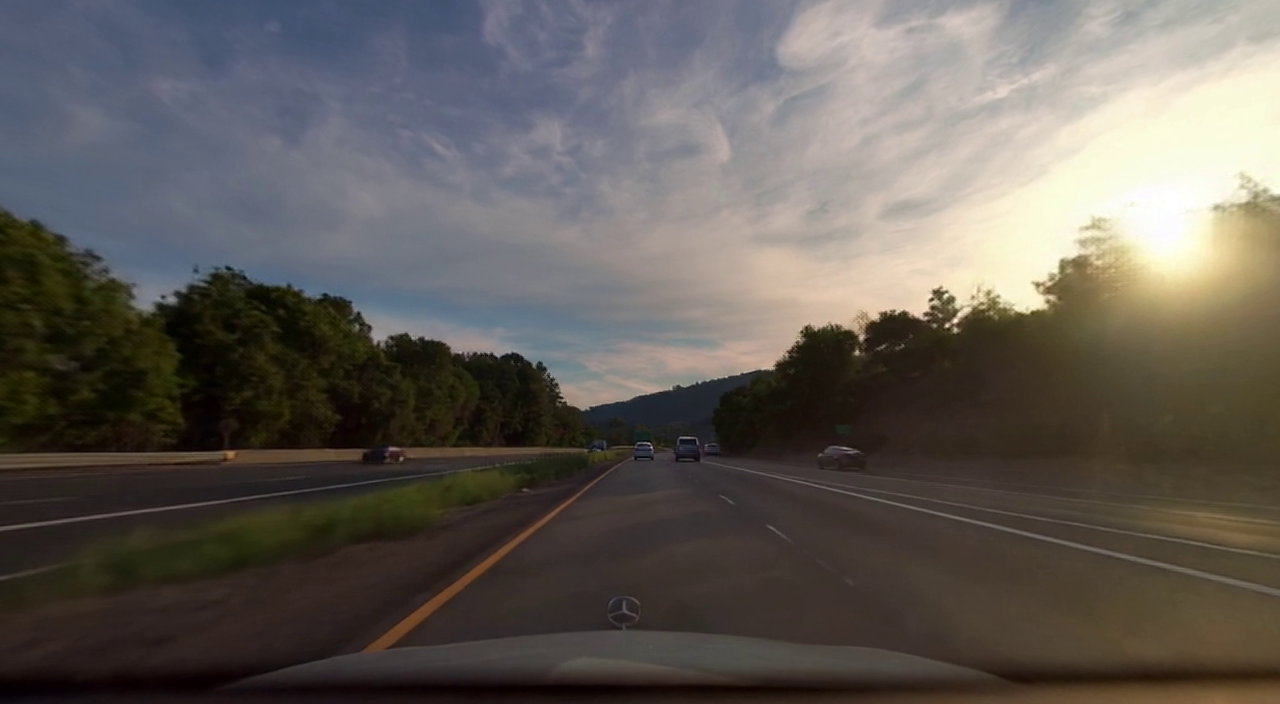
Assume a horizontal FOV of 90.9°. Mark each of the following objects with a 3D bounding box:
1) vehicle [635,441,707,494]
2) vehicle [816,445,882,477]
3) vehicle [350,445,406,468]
[{"bbox_3d":[0.863,3.618,20.011,2.053,1.483,4.185,0,-9,0],"label":"vehicle"},{"bbox_3d":[10.489,5.485,31.848,1.926,1.483,3.528,0,-9,-4],"label":"vehicle"},{"bbox_3d":[-20.044,7.974,48.396,1.999,1.660,4.686,-1,-9,4],"label":"vehicle"}]
